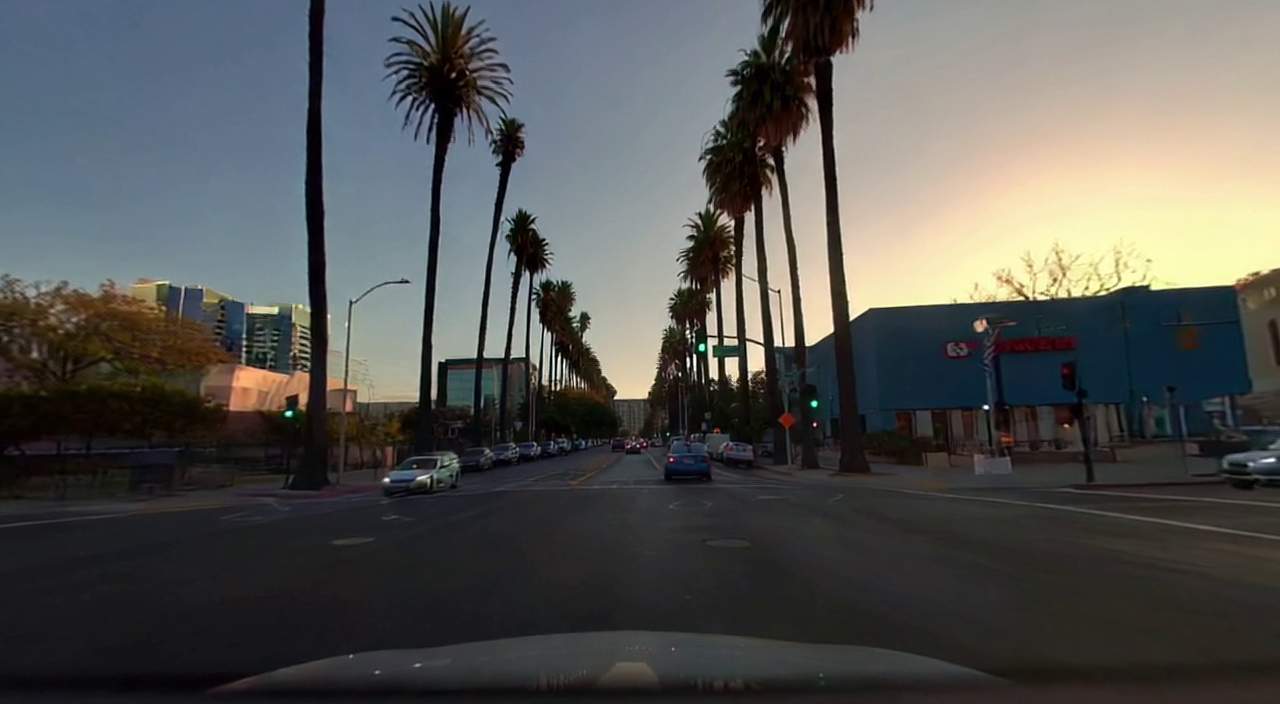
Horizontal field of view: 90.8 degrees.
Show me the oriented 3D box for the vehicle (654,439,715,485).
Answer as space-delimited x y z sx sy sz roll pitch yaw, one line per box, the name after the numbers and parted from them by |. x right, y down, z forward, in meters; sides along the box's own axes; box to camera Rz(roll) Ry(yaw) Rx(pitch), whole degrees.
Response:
1.733 4.500 26.176 2.003 1.702 4.288 0 -8 -3 | vehicle

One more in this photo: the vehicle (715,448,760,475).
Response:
5.658 6.414 37.295 1.860 1.479 4.676 0 -8 -1 | vehicle

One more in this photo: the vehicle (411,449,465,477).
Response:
-13.586 7.456 42.799 2.084 1.747 4.481 0 -8 1 | vehicle

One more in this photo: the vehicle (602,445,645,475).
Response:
-0.875 5.556 32.734 2.088 1.452 3.993 0 -8 -2 | vehicle
